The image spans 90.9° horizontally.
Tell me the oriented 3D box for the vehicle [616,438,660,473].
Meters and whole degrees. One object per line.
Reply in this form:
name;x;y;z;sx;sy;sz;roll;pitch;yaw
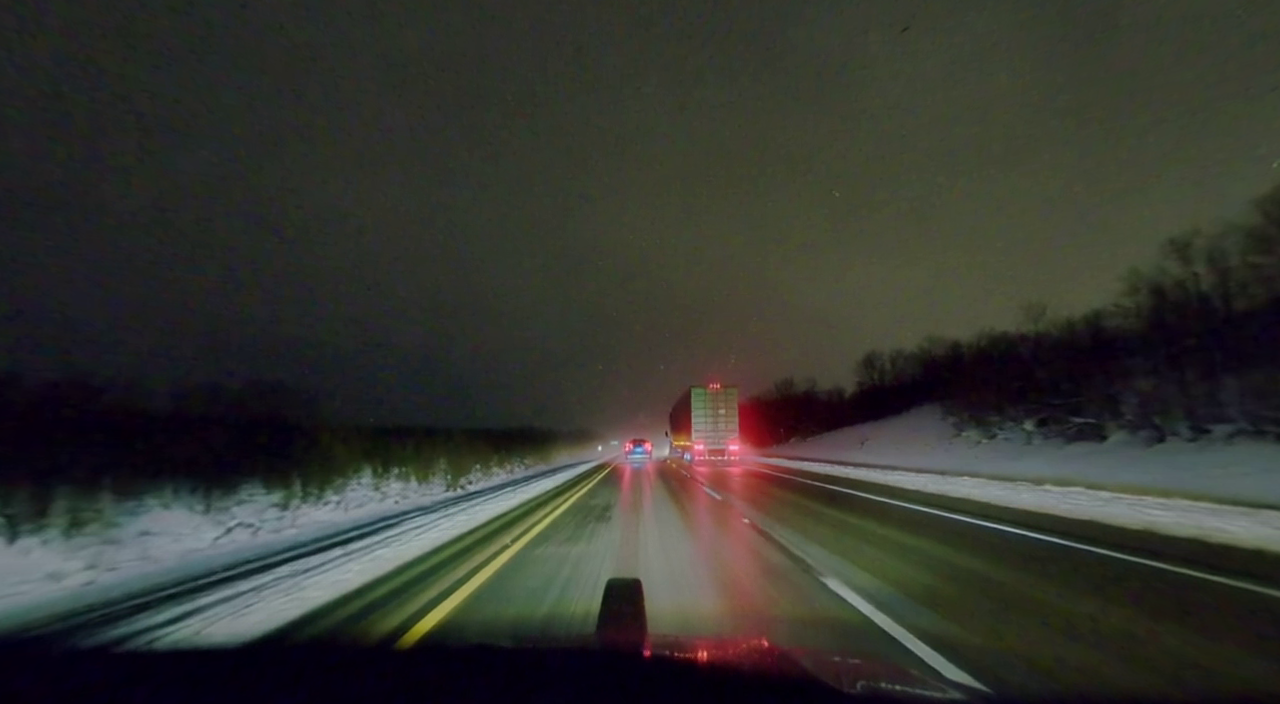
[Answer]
vehicle;-0.100;4.973;30.533;1.968;1.515;4.025;0;-8;-1

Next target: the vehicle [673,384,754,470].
vehicle;3.948;4.793;38.513;2.929;4.158;15.921;0;-8;0
